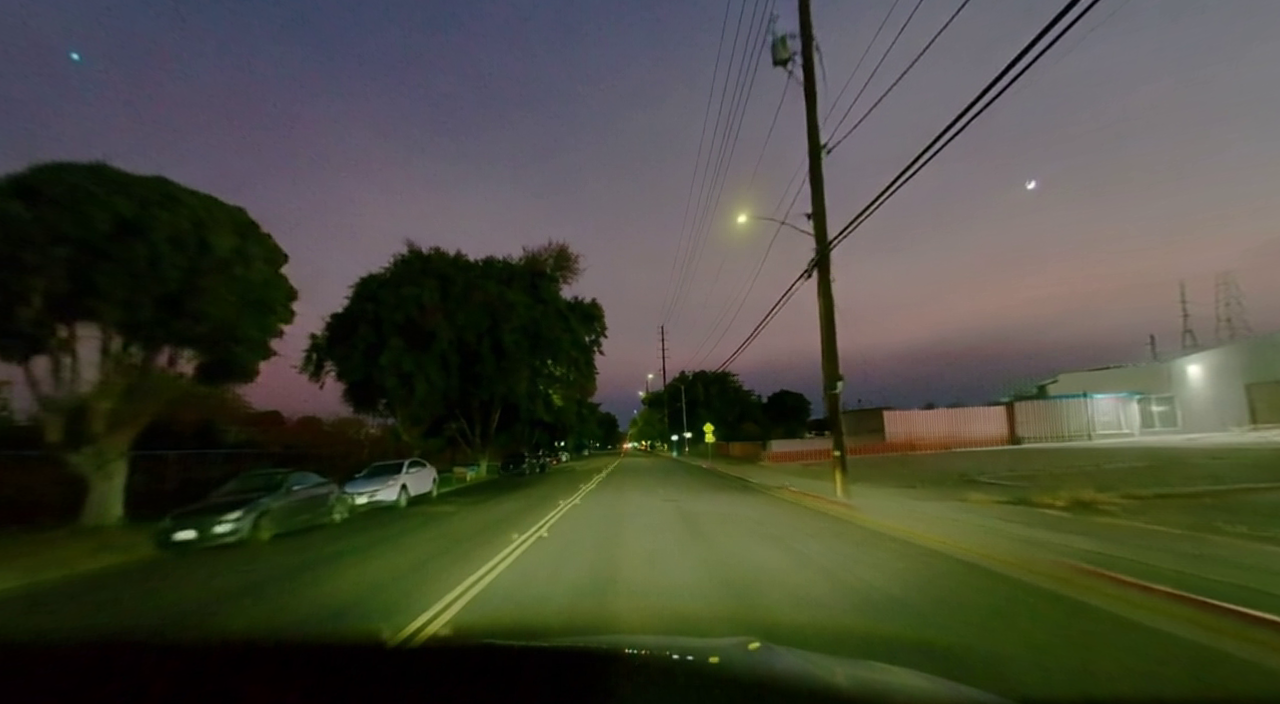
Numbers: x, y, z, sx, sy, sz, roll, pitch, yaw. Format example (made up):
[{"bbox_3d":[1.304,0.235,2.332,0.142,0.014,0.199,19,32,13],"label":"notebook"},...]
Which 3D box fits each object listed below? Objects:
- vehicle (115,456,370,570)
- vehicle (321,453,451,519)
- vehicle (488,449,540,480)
[{"bbox_3d":[-6.676,2.674,11.363,1.815,1.402,4.559,-4,-8,-3],"label":"vehicle"},{"bbox_3d":[-6.654,3.500,17.078,1.815,1.384,4.357,-3,-8,-1],"label":"vehicle"},{"bbox_3d":[-6.741,6.062,34.330,1.887,1.460,4.444,-4,-8,0],"label":"vehicle"}]
